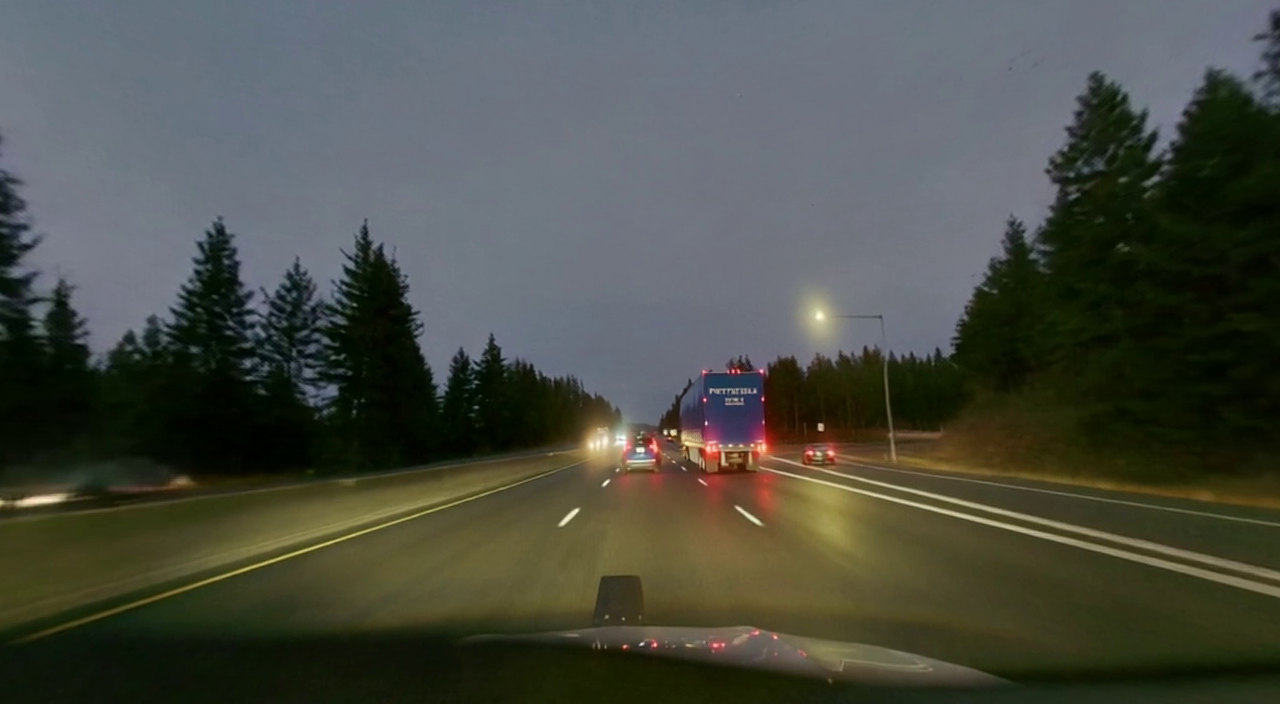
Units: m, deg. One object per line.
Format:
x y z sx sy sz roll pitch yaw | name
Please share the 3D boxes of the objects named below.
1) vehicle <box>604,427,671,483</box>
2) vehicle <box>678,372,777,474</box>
-0.100 3.815 23.554 2.222 1.848 4.610 0 -8 0 | vehicle
4.075 4.120 34.146 2.899 4.160 16.621 0 -8 0 | vehicle
